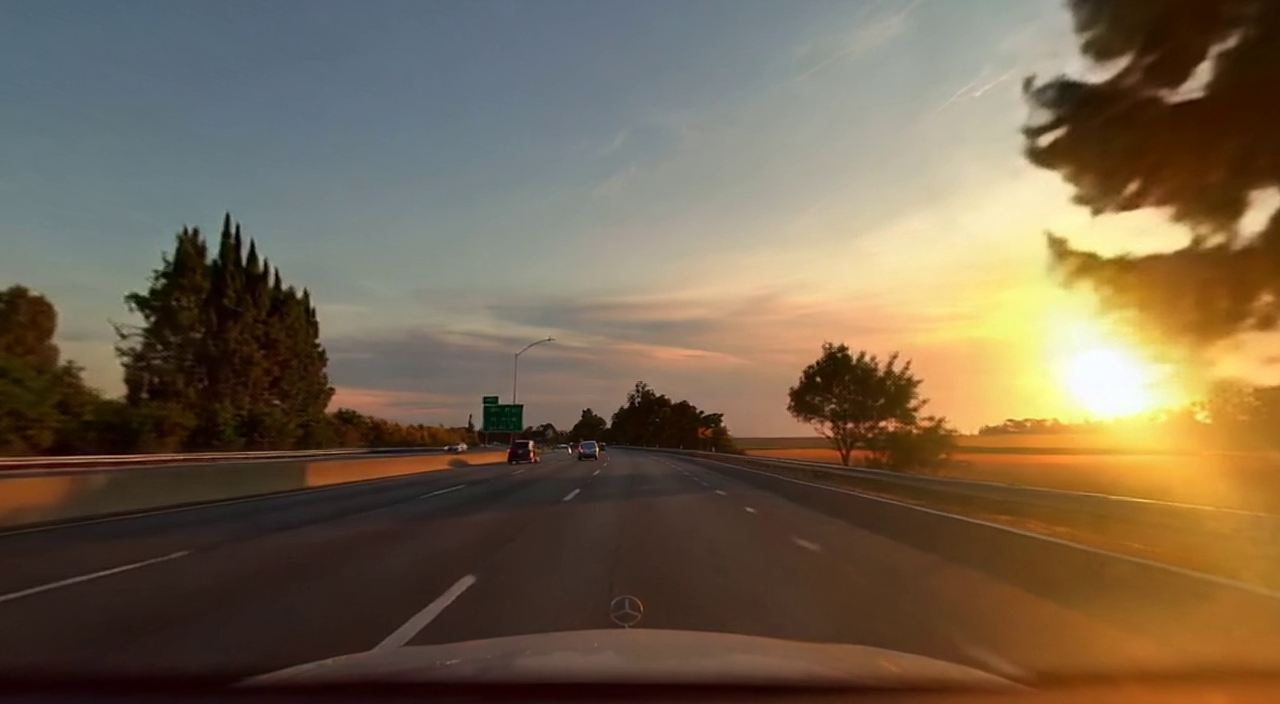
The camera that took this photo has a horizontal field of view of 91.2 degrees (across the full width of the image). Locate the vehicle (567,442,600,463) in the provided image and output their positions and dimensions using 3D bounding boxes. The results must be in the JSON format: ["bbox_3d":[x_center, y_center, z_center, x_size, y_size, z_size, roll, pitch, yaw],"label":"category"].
[{"bbox_3d":[-4.106,7.400,46.323,2.075,1.516,4.212,0,-8,-1],"label":"vehicle"}]

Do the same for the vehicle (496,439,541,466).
[{"bbox_3d":[-7.911,6.564,41.249,2.080,1.632,4.332,0,-8,-1],"label":"vehicle"}]
